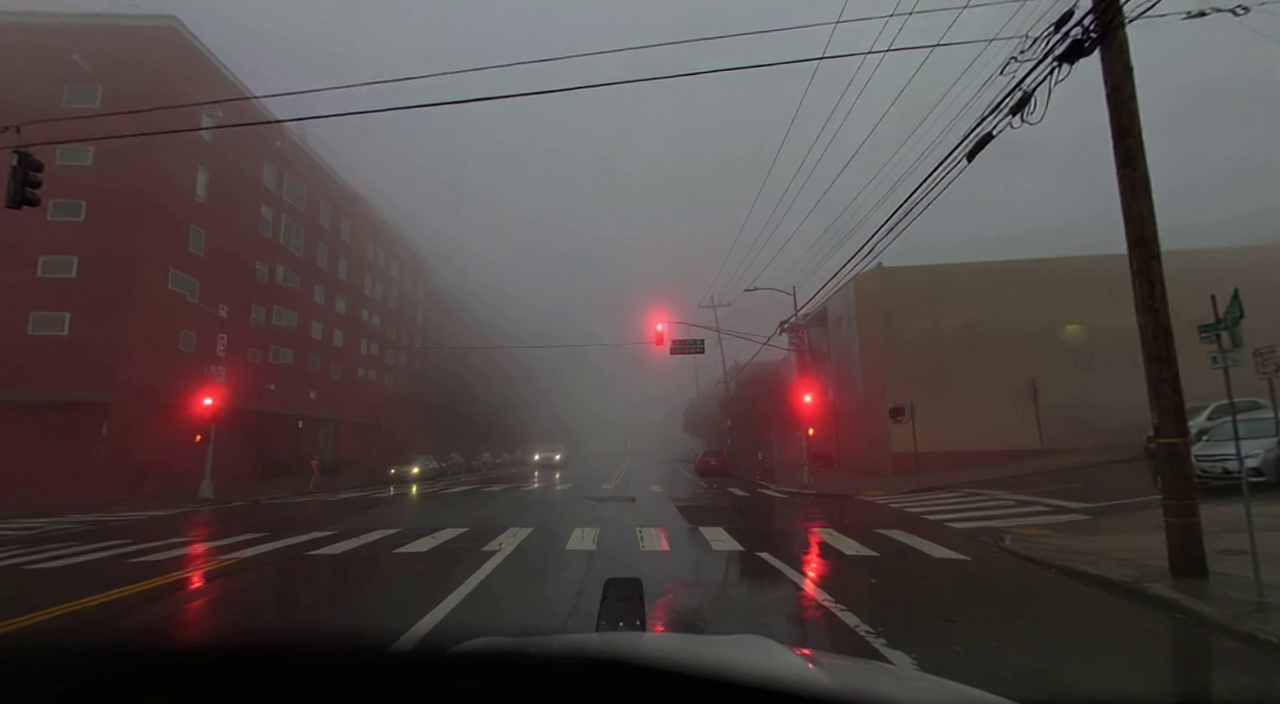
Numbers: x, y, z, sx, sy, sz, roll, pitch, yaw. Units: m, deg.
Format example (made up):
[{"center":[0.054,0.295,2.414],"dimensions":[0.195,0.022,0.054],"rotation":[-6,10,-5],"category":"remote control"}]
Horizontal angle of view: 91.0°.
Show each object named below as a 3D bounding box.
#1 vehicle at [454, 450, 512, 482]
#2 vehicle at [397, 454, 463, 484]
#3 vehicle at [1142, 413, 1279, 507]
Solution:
[{"center":[-8.702,6.313,35.216],"dimensions":[2.020,1.672,3.842],"rotation":[0,-9,3],"category":"vehicle"},{"center":[-12.000,6.693,36.298],"dimensions":[1.943,1.574,4.727],"rotation":[0,-9,3],"category":"vehicle"},{"center":[12.745,2.173,12.826],"dimensions":[3.234,1.746,1.941],"rotation":[-1,-9,1],"category":"vehicle"}]
